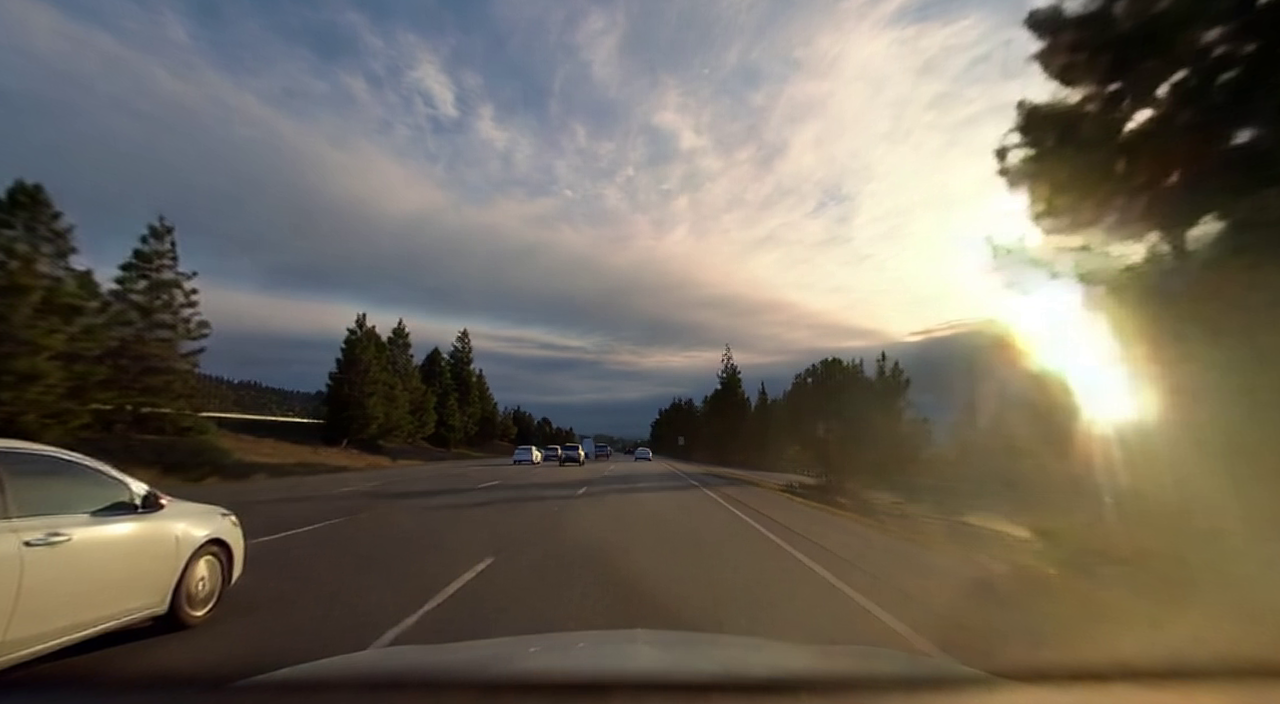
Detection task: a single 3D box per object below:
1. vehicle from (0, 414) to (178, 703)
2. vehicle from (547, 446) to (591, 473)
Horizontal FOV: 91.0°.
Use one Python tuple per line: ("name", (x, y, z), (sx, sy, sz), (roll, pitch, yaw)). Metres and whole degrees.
("vehicle", (-3.804, 0.833, 1.517), (1.965, 1.485, 4.460), (0, -9, 0))
("vehicle", (-4.140, 6.317, 37.259), (2.120, 1.458, 4.031), (0, -9, 1))
